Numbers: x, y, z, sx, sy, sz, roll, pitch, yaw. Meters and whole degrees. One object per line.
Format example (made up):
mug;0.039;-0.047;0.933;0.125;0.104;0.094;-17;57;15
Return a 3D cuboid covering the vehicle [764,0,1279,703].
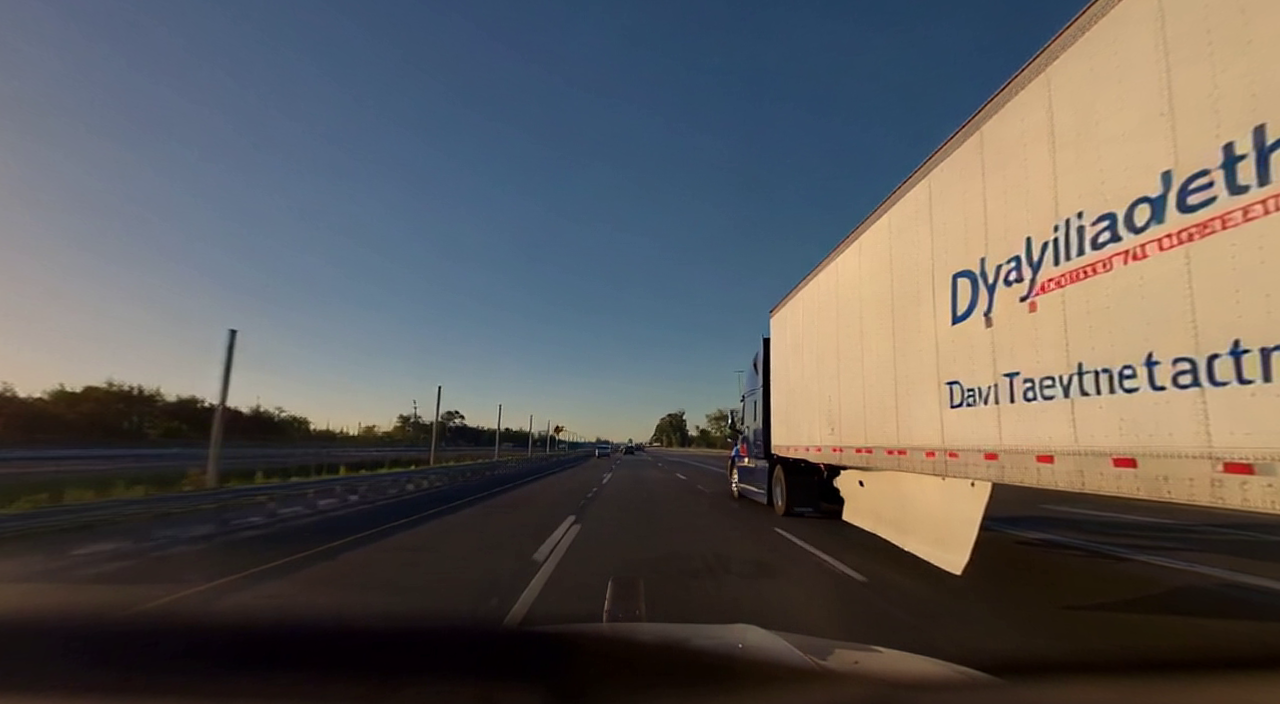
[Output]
vehicle;3.990;0.199;5.939;2.962;4.132;12.720;0;-8;0
